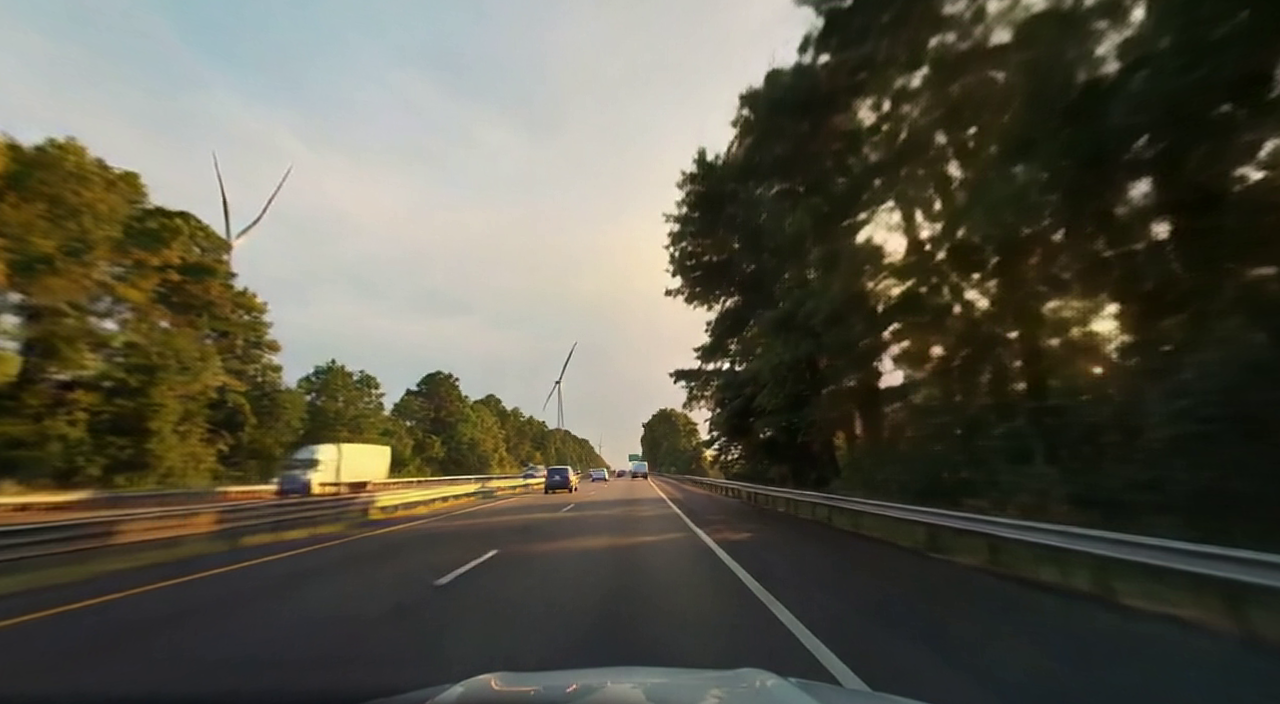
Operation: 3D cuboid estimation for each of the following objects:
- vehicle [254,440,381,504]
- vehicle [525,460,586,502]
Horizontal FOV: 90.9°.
[{"bbox_3d":[-16.517,6.263,33.048,2.618,2.898,7.409,1,-11,0],"label":"vehicle"},{"bbox_3d":[-3.829,5.959,29.283,2.124,1.705,4.440,1,-11,1],"label":"vehicle"}]
